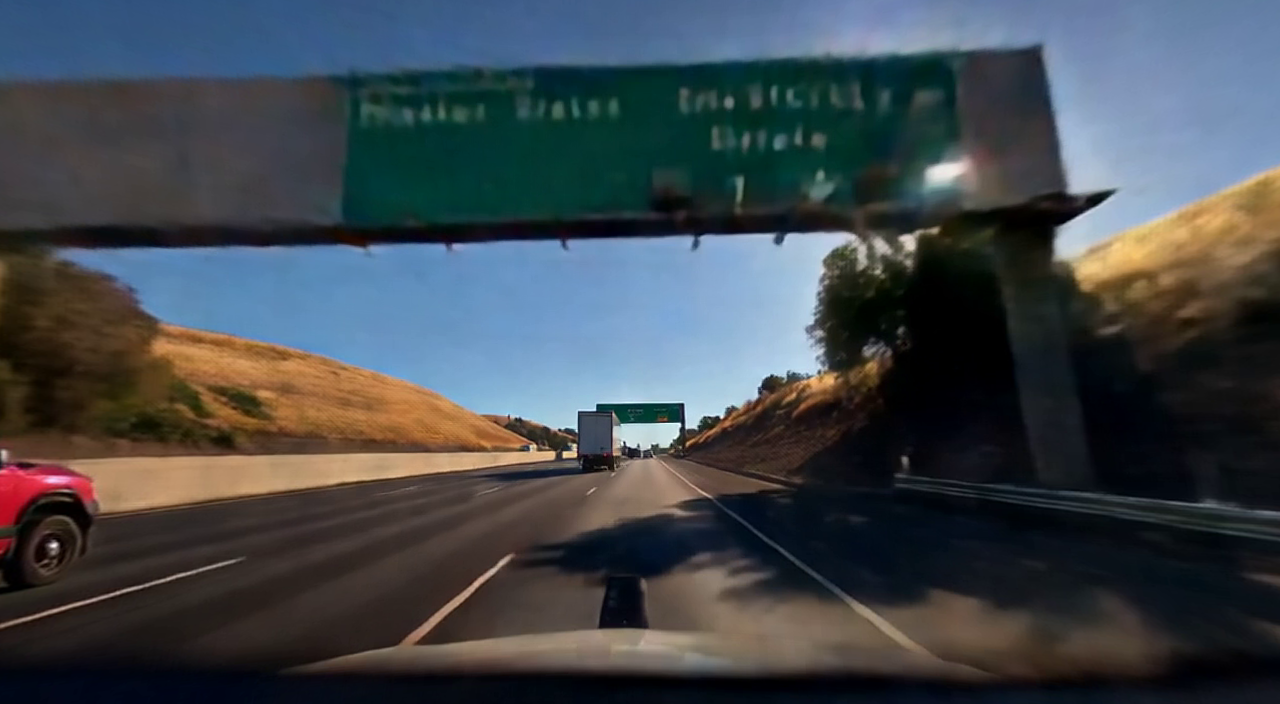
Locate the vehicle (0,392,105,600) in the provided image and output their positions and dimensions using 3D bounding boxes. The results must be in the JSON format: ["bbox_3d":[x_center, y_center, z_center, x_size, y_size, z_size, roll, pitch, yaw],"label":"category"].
[{"bbox_3d":[-6.880,1.064,4.081,2.175,1.860,5.236,0,-8,1],"label":"vehicle"}]
